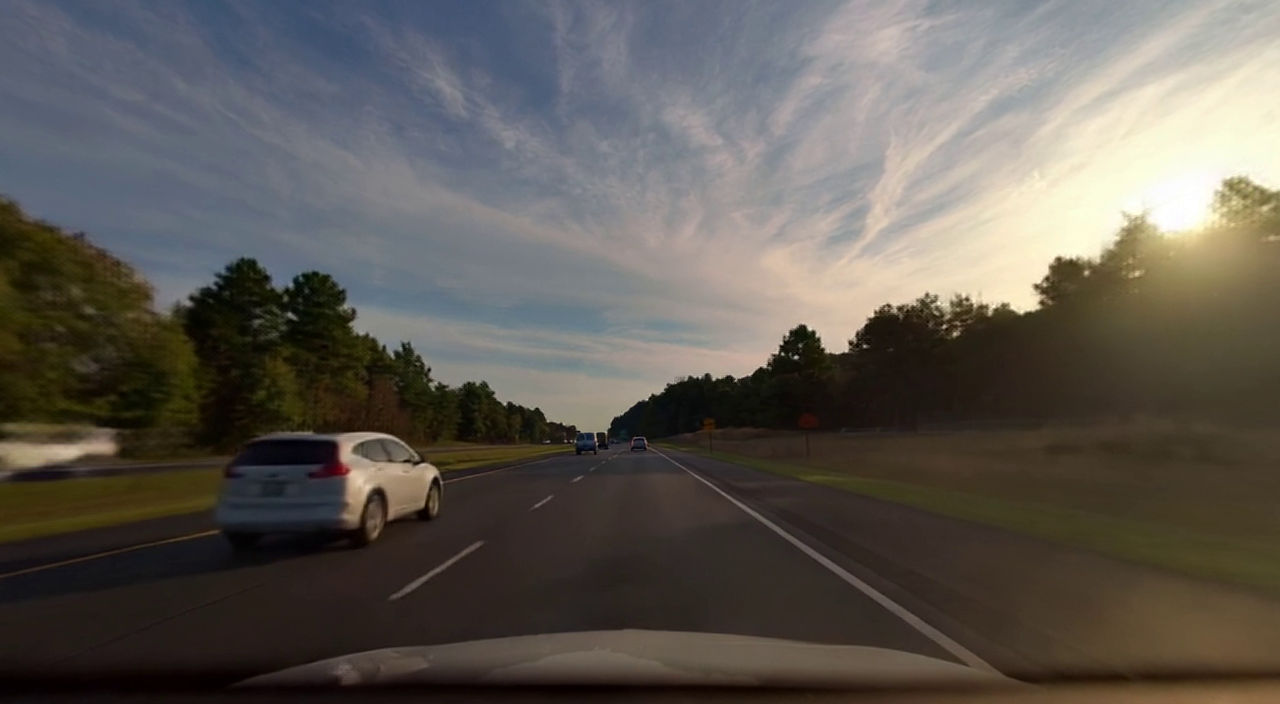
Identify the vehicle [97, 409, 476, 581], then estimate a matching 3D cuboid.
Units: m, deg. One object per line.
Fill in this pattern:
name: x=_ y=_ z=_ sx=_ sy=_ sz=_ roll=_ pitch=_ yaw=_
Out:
vehicle: x=-3.877 y=1.653 z=8.181 sx=2.190 sy=1.571 sz=4.643 roll=0 pitch=-8 yaw=1
